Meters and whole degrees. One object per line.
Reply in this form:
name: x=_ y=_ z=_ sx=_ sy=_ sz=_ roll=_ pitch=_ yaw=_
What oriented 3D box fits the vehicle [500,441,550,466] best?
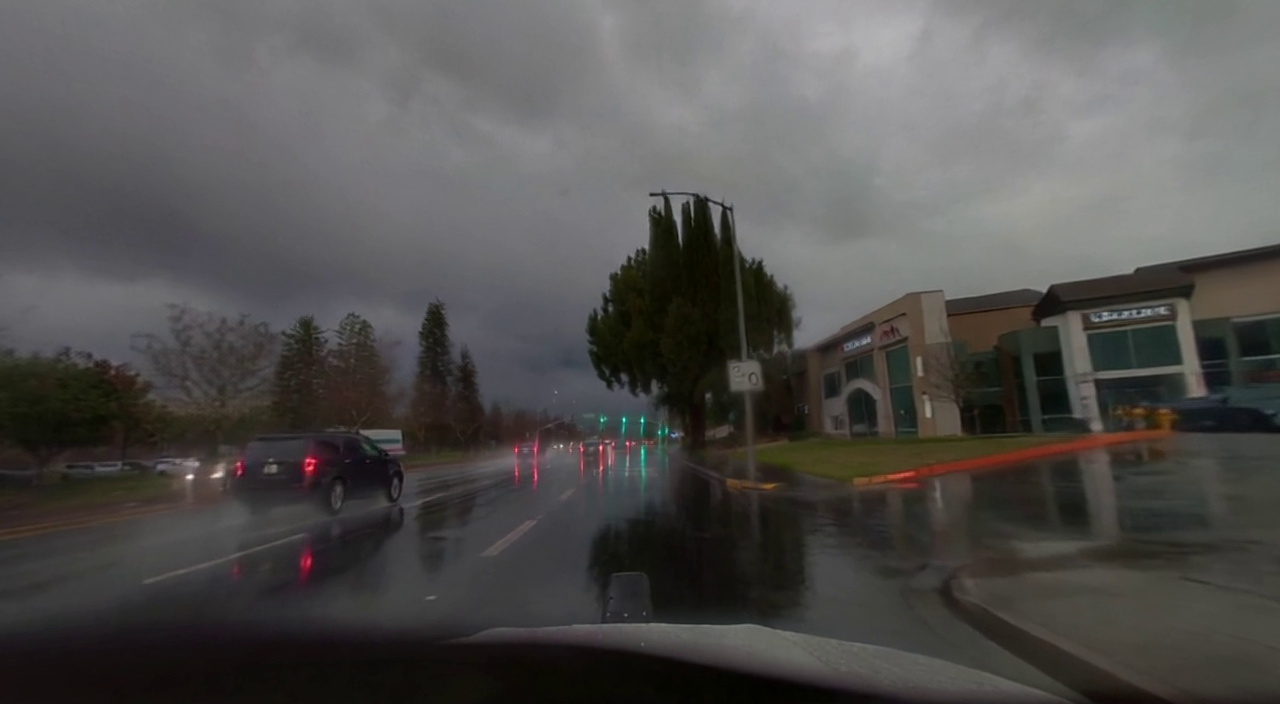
vehicle: x=-6.844 y=6.096 z=37.943 sx=2.072 sy=1.427 sz=4.328 roll=0 pitch=-8 yaw=1

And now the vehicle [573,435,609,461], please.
vehicle: x=-3.220 y=6.429 z=42.249 sx=2.100 sy=1.661 sz=3.837 roll=0 pitch=-8 yaw=1

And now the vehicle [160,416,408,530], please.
vehicle: x=-6.730 y=2.342 z=12.779 sx=2.137 sy=1.835 sz=4.844 roll=0 pitch=-8 yaw=0

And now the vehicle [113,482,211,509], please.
vehicle: x=-18.352 y=5.521 z=24.383 sx=0.944 sy=0.724 sz=3.568 roll=1 pitch=-9 yaw=2
